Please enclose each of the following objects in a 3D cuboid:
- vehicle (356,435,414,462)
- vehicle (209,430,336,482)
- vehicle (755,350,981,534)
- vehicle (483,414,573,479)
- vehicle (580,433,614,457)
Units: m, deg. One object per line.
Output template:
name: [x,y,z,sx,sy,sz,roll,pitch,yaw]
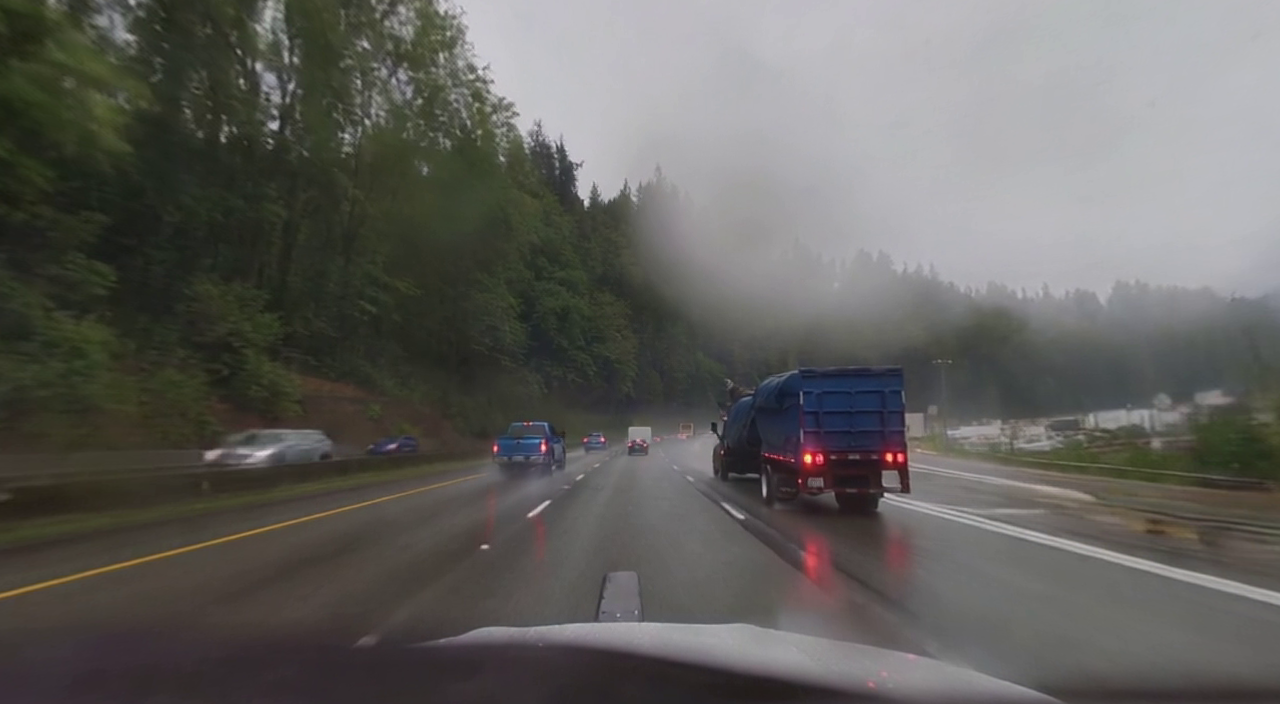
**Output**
vehicle: [-15.085,5.709,37.464,1.773,1.509,3.815,0,-8,1]
vehicle: [-12.441,3.504,21.690,1.873,1.595,4.120,0,-8,0]
vehicle: [3.554,1.516,10.882,2.256,2.568,4.049,0,-8,-1]
vehicle: [-3.684,3.210,21.675,2.204,1.991,4.720,0,-8,0]
vehicle: [-2.967,6.534,44.268,2.008,1.588,4.147,0,-8,1]
